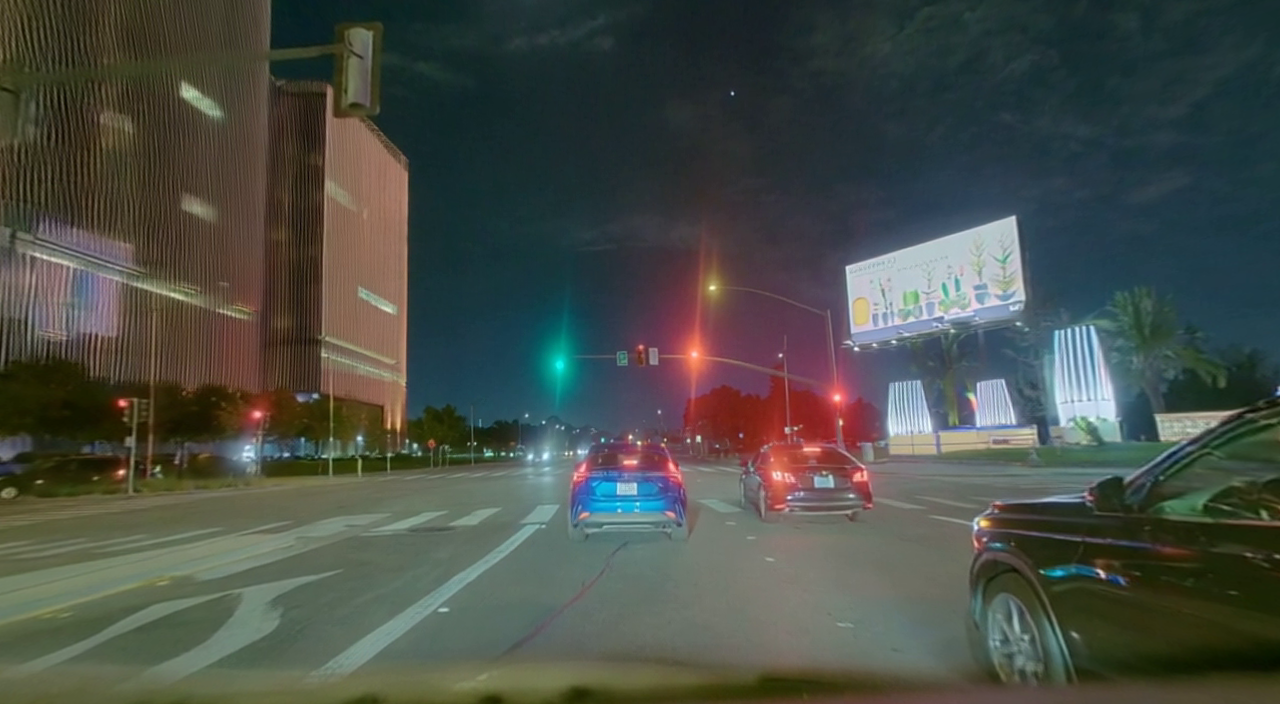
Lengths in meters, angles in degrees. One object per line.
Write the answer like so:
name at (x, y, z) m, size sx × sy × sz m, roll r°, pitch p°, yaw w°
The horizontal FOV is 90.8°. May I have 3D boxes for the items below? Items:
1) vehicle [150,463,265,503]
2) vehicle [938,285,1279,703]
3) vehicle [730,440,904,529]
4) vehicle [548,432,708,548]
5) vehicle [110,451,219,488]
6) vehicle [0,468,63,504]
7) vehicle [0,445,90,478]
vehicle at (-19.130, 5.786, 28.237) m, size 1.942 × 1.453 × 4.448 m, roll 0°, pitch -8°, yaw 0°
vehicle at (2.990, 0.683, 1.879) m, size 2.047 × 1.785 × 4.357 m, roll 0°, pitch -8°, yaw 0°
vehicle at (3.175, 2.466, 12.461) m, size 2.009 × 1.414 × 4.416 m, roll 0°, pitch -8°, yaw -2°
vehicle at (-0.177, 2.105, 10.307) m, size 2.095 × 1.502 × 3.873 m, roll 0°, pitch -8°, yaw -1°
vehicle at (-27.550, 6.804, 36.875) m, size 2.300 × 1.932 × 5.056 m, roll -1°, pitch -9°, yaw 2°
vehicle at (-28.055, 6.102, 28.967) m, size 1.972 × 1.433 × 4.324 m, roll 8°, pitch -12°, yaw -39°
vehicle at (-35.715, 6.356, 37.022) m, size 2.145 × 1.797 × 5.198 m, roll -1°, pitch -8°, yaw 1°
